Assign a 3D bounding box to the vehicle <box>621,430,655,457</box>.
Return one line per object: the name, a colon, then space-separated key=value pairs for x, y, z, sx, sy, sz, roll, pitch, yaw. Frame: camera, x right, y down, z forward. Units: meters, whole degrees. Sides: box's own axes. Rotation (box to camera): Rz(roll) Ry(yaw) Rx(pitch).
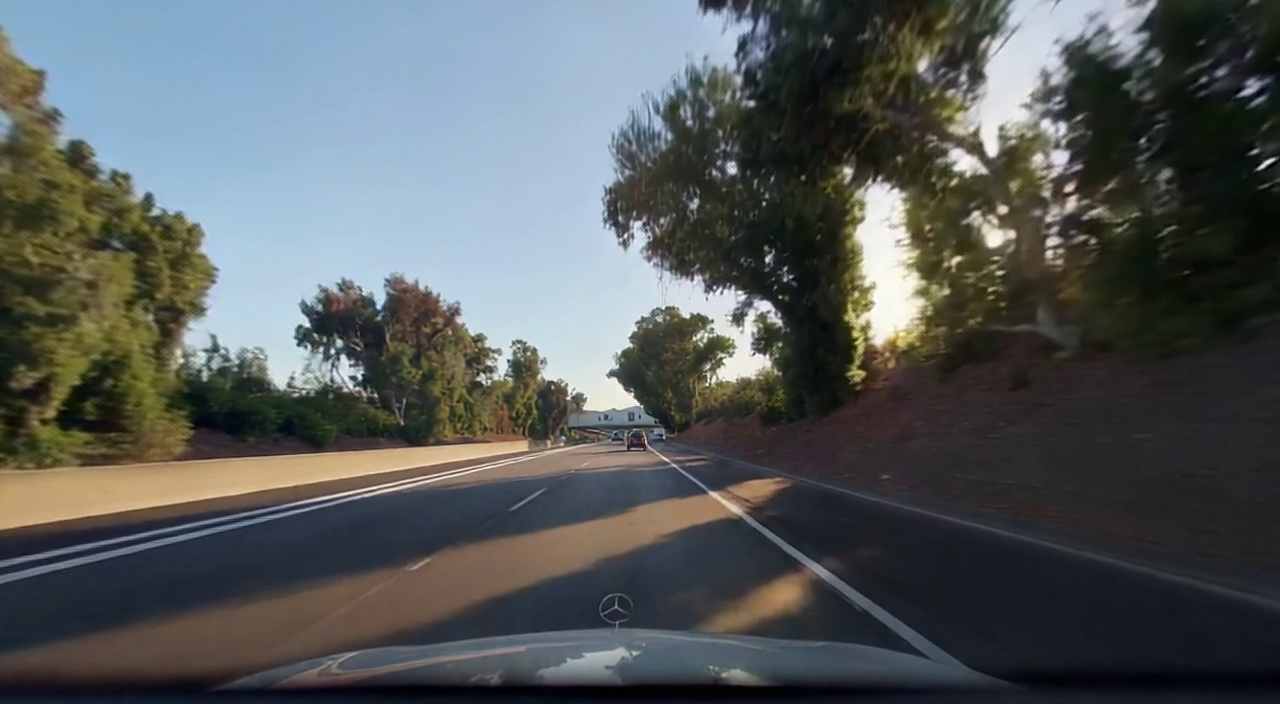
vehicle: x=-0.141 y=5.997 z=41.373 sx=2.134 sy=1.654 sz=4.174 roll=0 pitch=-8 yaw=0
